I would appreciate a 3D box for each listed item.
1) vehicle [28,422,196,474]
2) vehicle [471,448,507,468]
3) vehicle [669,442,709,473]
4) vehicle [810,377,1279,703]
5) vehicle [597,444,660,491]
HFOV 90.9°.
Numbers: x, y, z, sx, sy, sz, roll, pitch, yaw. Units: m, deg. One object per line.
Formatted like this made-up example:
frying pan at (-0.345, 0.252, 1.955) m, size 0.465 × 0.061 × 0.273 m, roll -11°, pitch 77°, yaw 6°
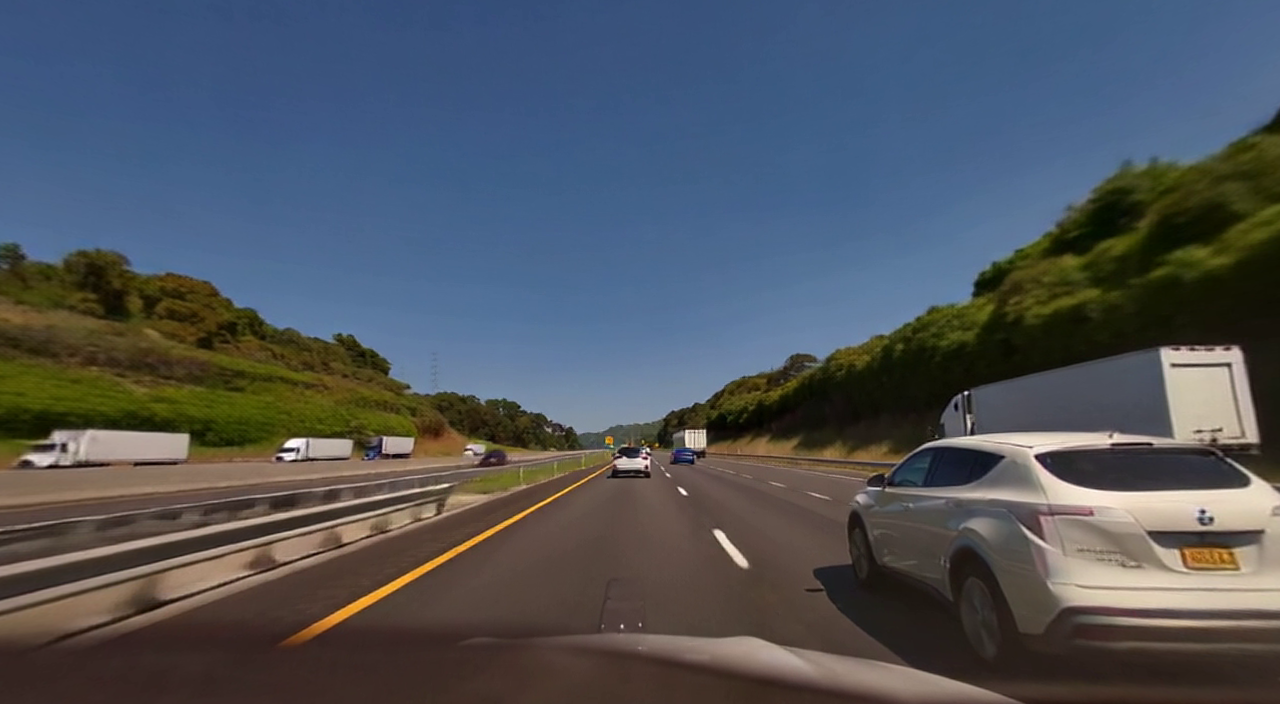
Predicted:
vehicle at (-36.223, 6.743, 44.059) m, size 2.726 × 3.138 × 10.258 m, roll 0°, pitch -9°, yaw 1°
vehicle at (-11.718, 8.270, 49.218) m, size 1.808 × 1.491 × 4.167 m, roll 0°, pitch -9°, yaw 0°
vehicle at (2.882, 6.304, 37.776) m, size 2.048 × 1.704 × 4.284 m, roll 0°, pitch -9°, yaw 0°
vehicle at (2.903, 1.210, 4.499) m, size 1.997 × 1.534 × 4.664 m, roll 0°, pitch -9°, yaw -1°
vehicle at (-0.376, 3.943, 21.791) m, size 1.970 × 1.441 × 3.846 m, roll 0°, pitch -9°, yaw -1°
